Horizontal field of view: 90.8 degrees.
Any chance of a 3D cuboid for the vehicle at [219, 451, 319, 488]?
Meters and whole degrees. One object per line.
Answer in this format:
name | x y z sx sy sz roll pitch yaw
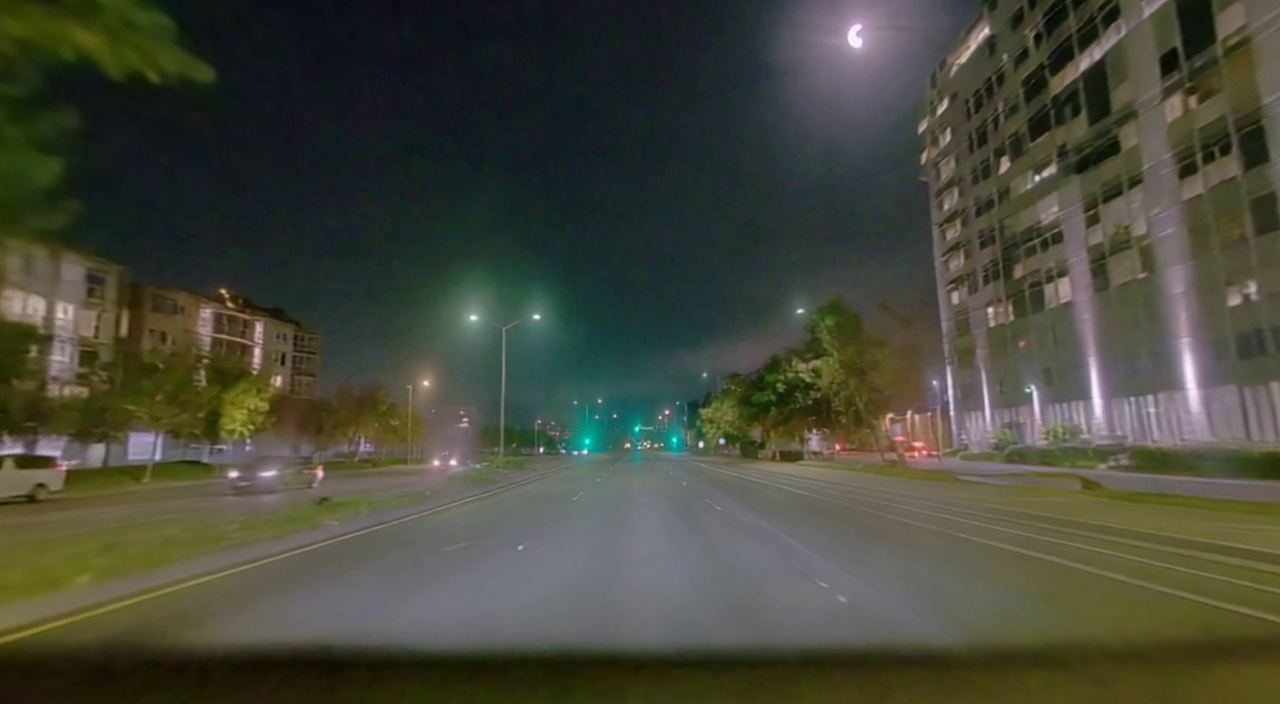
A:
vehicle | -17.059 5.377 29.342 1.877 1.525 4.312 0 -8 2
